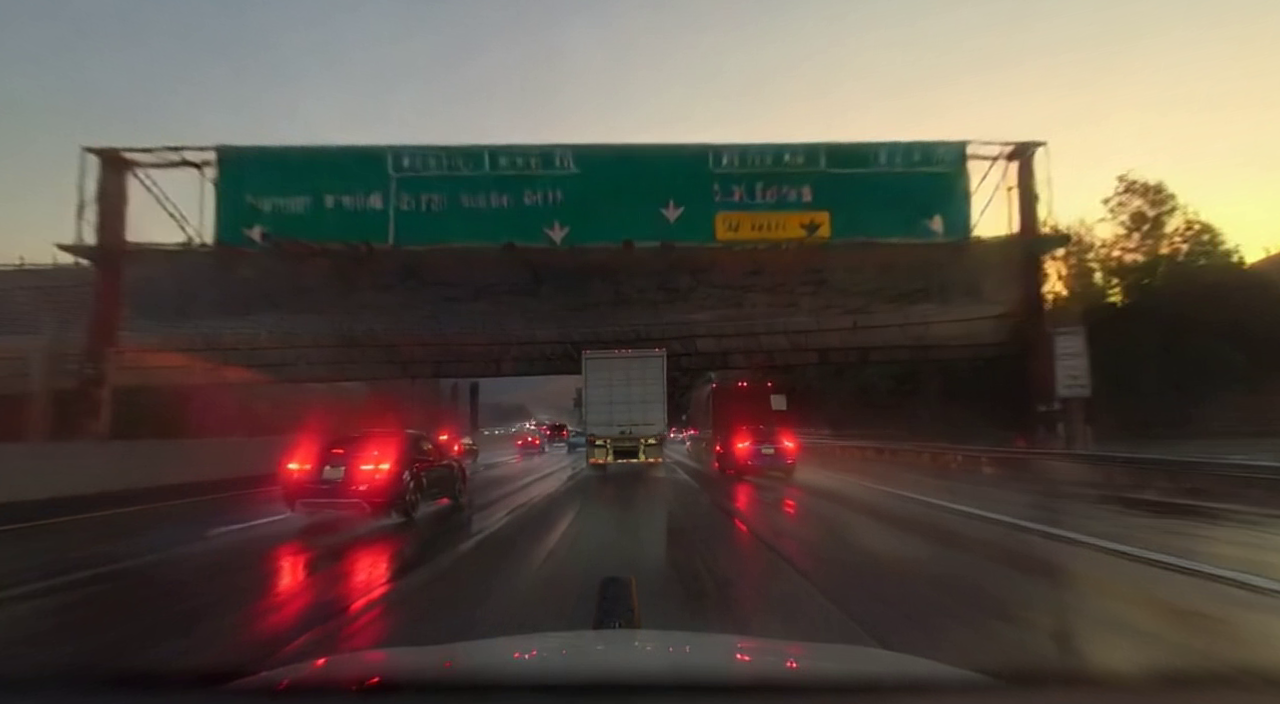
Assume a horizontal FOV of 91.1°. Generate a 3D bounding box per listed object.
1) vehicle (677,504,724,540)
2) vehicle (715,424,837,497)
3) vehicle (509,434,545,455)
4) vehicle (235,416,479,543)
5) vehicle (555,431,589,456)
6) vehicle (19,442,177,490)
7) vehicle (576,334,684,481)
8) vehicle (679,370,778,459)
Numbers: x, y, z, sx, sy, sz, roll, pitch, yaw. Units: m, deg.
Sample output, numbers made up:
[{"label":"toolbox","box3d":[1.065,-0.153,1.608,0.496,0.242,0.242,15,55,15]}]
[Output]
[{"label":"vehicle","box3d":[4.060,11.483,42.643,2.835,2.000,2.696,0,-7,-2]},{"label":"vehicle","box3d":[3.118,2.567,15.316,1.976,1.513,4.065,0,-8,-1]},{"label":"vehicle","box3d":[-8.611,7.070,48.294,2.019,1.471,4.347,0,-8,0]},{"label":"vehicle","box3d":[-3.883,1.788,9.485,1.882,1.493,3.828,0,-8,0]},{"label":"vehicle","box3d":[-4.705,6.389,44.047,1.986,1.612,4.155,0,-8,-1]},{"label":"vehicle","box3d":[-20.204,4.221,23.760,1.832,1.539,4.650,0,-8,0]},{"label":"vehicle","box3d":[-0.384,2.170,22.298,2.938,4.033,9.980,0,-8,-1]},{"label":"vehicle","box3d":[4.354,3.868,35.058,2.863,3.936,14.058,1,-9,-3]}]
